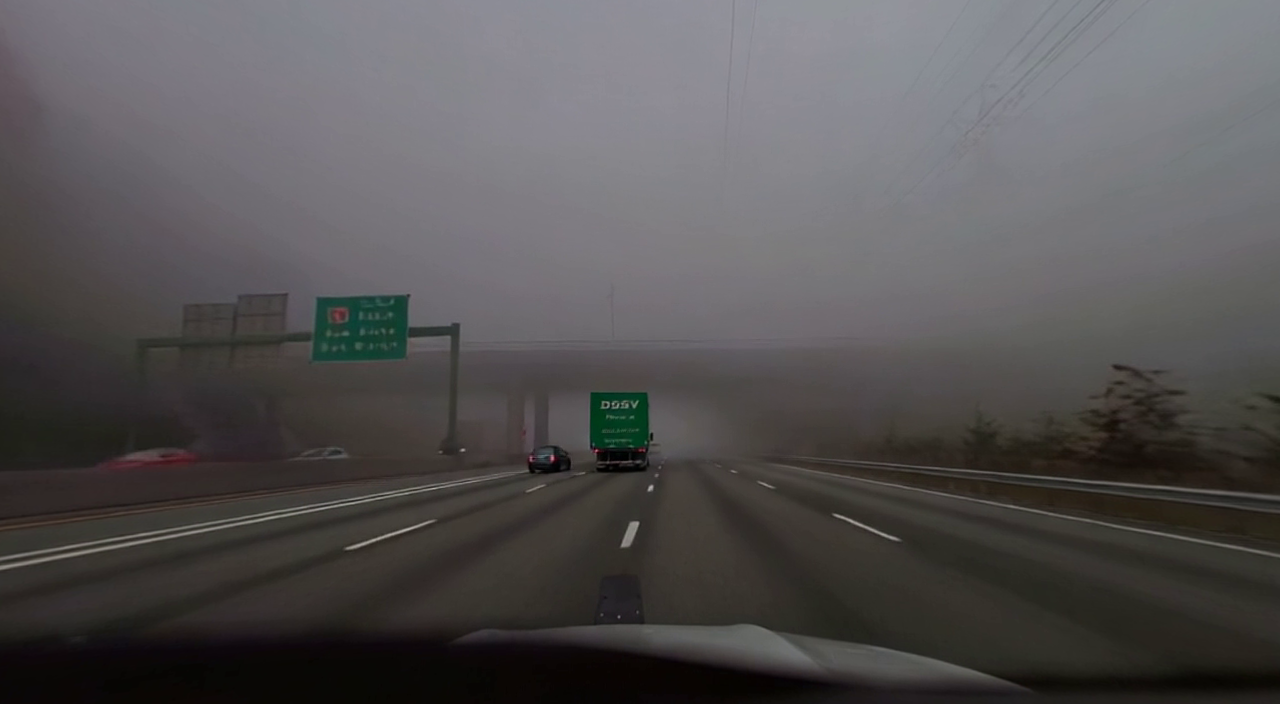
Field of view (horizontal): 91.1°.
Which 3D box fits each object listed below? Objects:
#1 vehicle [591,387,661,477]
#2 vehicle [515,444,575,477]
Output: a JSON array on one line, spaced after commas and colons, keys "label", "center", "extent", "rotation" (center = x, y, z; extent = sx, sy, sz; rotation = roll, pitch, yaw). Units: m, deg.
[{"label": "vehicle", "center": [-0.417, 4.543, 34.526], "extent": [3.025, 4.002, 12.709], "rotation": [-1, -9, 2]}, {"label": "vehicle", "center": [-4.542, 5.268, 30.713], "extent": [1.958, 1.467, 4.737], "rotation": [-1, -9, 3]}]
